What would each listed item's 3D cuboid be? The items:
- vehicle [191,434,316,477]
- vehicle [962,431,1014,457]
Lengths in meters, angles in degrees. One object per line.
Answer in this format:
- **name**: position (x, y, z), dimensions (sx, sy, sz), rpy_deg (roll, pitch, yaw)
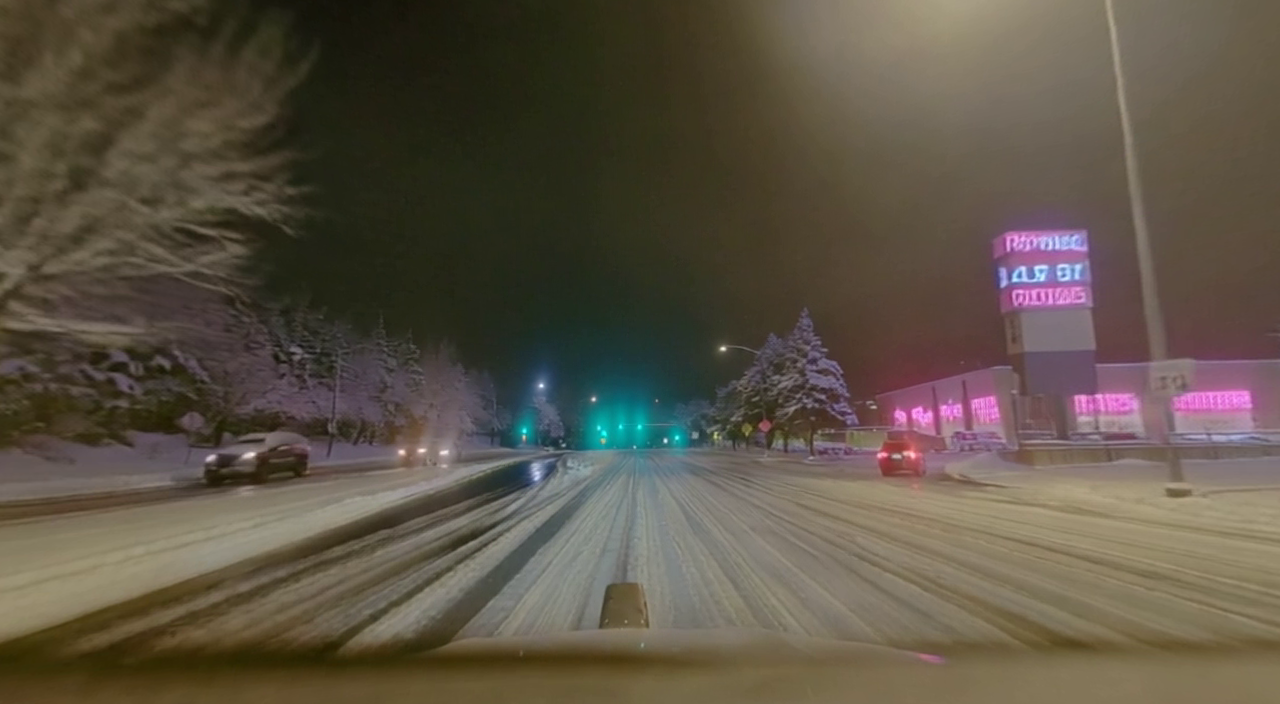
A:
- **vehicle**: position (-18.267, 4.918, 30.255), dimensions (2.204, 1.821, 5.864), rpy_deg (0, -8, 0)
- **vehicle**: position (23.263, 6.178, 42.332), dimensions (1.815, 1.618, 4.383), rpy_deg (-2, -9, 13)
